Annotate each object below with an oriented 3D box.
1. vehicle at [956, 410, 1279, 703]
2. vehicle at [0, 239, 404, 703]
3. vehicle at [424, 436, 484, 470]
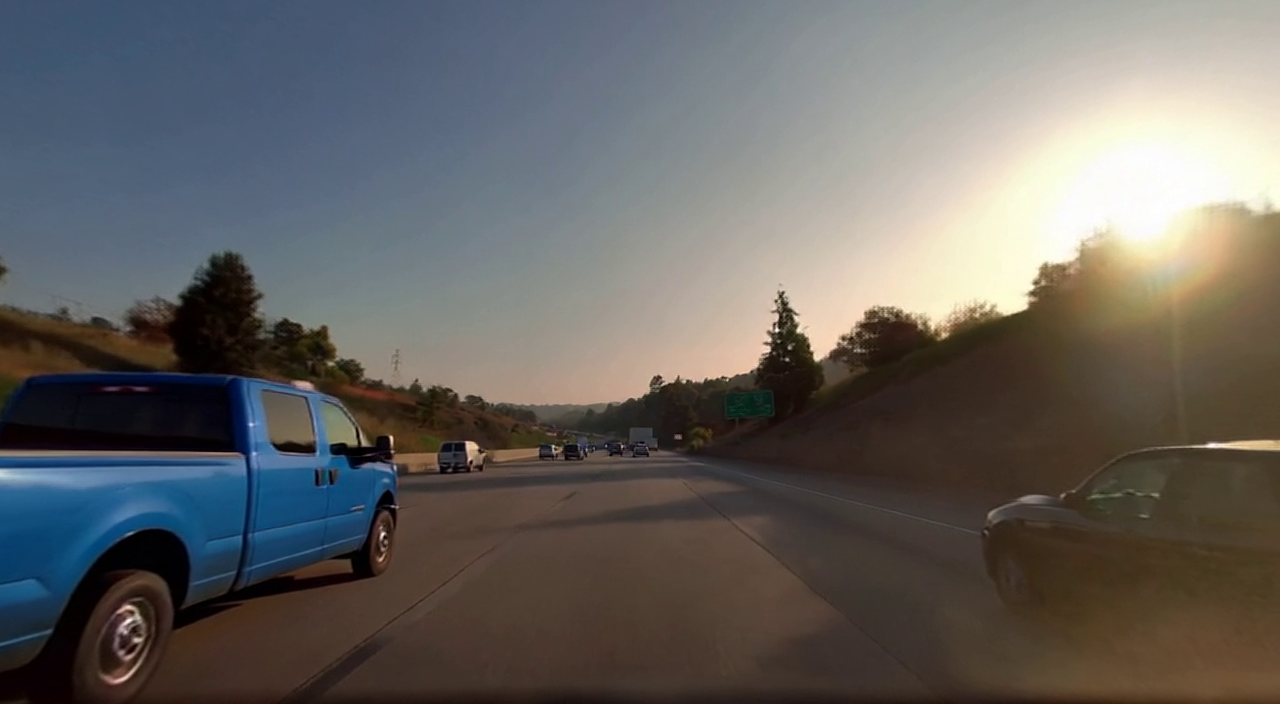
[{"bbox_3d":[3.995,1.120,3.461,2.047,1.524,4.619,0,-9,-1],"label":"vehicle"},{"bbox_3d":[-3.668,0.776,3.320,2.483,2.100,6.208,0,-9,0],"label":"vehicle"},{"bbox_3d":[-10.992,6.012,37.734,2.012,1.875,4.895,0,-9,1],"label":"vehicle"}]
